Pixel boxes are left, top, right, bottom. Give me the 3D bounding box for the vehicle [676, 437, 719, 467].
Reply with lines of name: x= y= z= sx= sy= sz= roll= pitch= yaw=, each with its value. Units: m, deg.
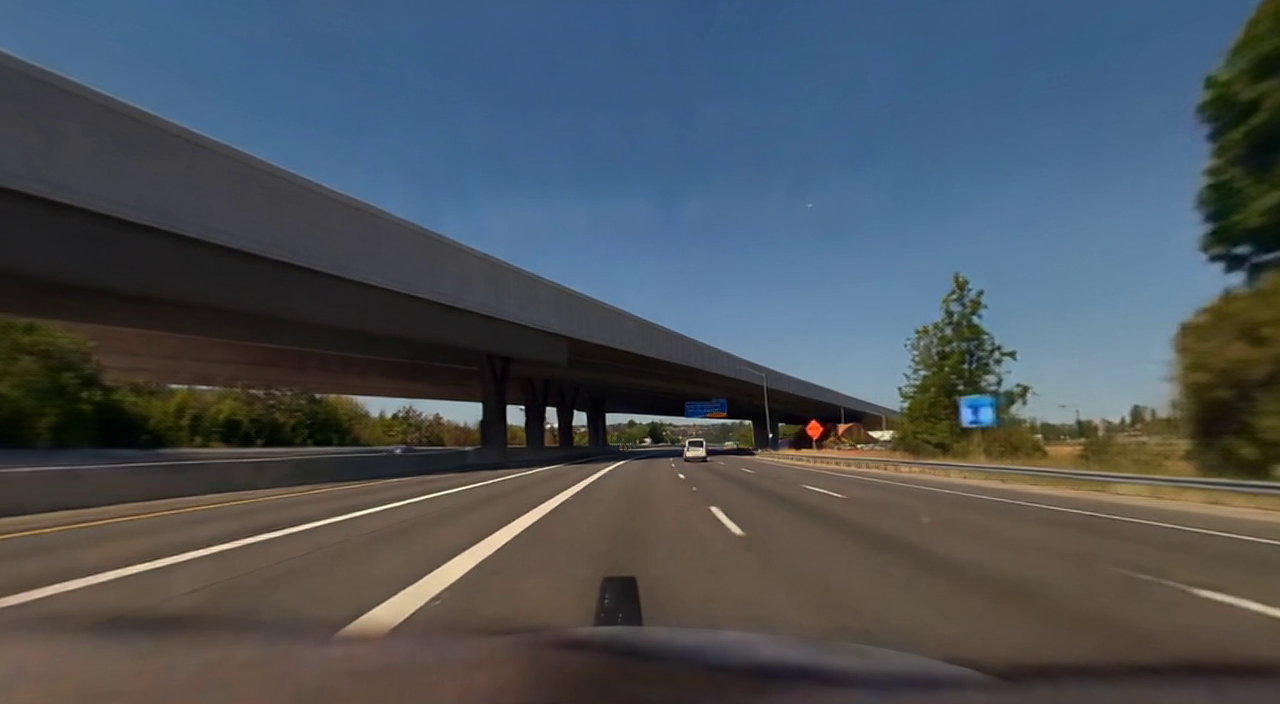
vehicle: x=3.527 y=6.210 z=39.407 sx=2.224 sy=1.738 sz=4.376 roll=0 pitch=-9 yaw=0
